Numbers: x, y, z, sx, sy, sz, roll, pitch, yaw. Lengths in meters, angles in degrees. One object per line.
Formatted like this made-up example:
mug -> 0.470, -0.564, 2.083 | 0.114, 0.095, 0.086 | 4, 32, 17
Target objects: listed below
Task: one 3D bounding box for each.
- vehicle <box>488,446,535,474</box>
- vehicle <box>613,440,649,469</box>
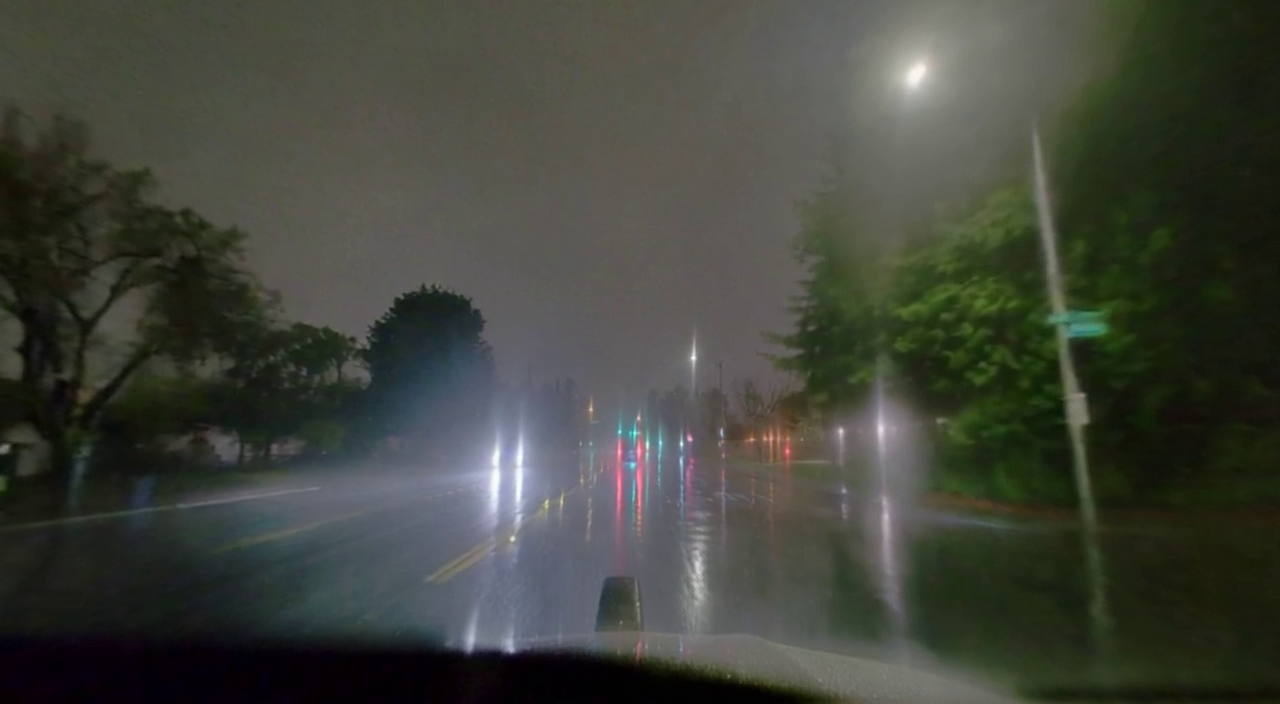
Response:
vehicle -> -7.560, 6.371, 37.513 | 1.967, 1.571, 3.853 | 0, -9, 0
vehicle -> -0.630, 6.826, 42.260 | 2.230, 1.827, 4.298 | 0, -9, -2
